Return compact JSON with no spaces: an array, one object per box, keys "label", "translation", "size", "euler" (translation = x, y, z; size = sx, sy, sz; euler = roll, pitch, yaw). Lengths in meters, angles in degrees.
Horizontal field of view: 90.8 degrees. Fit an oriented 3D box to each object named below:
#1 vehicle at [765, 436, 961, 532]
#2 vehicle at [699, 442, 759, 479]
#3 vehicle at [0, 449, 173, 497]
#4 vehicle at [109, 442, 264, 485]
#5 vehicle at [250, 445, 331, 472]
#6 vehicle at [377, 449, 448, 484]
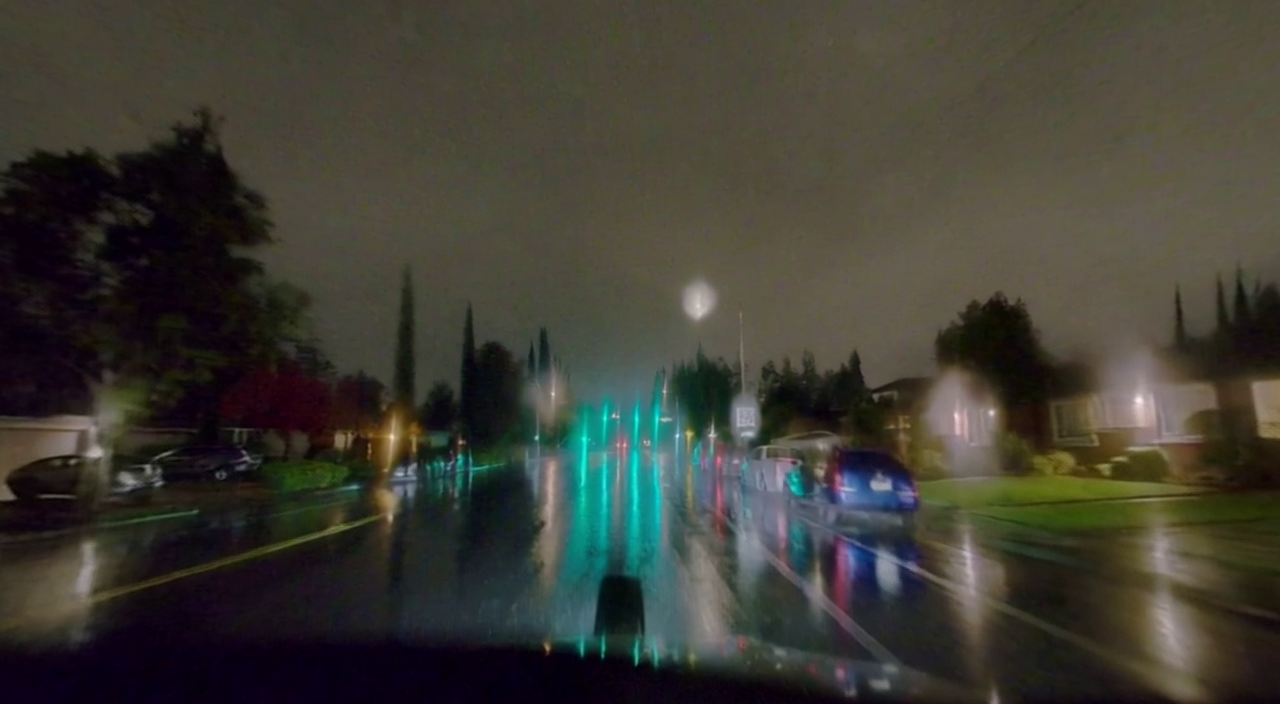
[{"label":"vehicle","translation":[4.090,2.485,12.593],"size":[1.997,1.510,4.555],"euler":[0,-8,-4]},{"label":"vehicle","translation":[3.947,4.903,28.884],"size":[2.002,1.493,4.652],"euler":[0,-8,-1]},{"label":"vehicle","translation":[-19.230,4.150,21.900],"size":[4.446,1.534,2.018],"euler":[-1,-9,2]},{"label":"vehicle","translation":[-20.059,4.924,28.144],"size":[5.216,1.780,2.045],"euler":[0,-9,-1]},{"label":"vehicle","translation":[-23.798,7.239,43.159],"size":[4.304,1.755,2.047],"euler":[0,-8,-1]},{"label":"vehicle","translation":[-10.971,5.515,30.770],"size":[1.895,1.551,4.229],"euler":[-1,-8,0]}]
